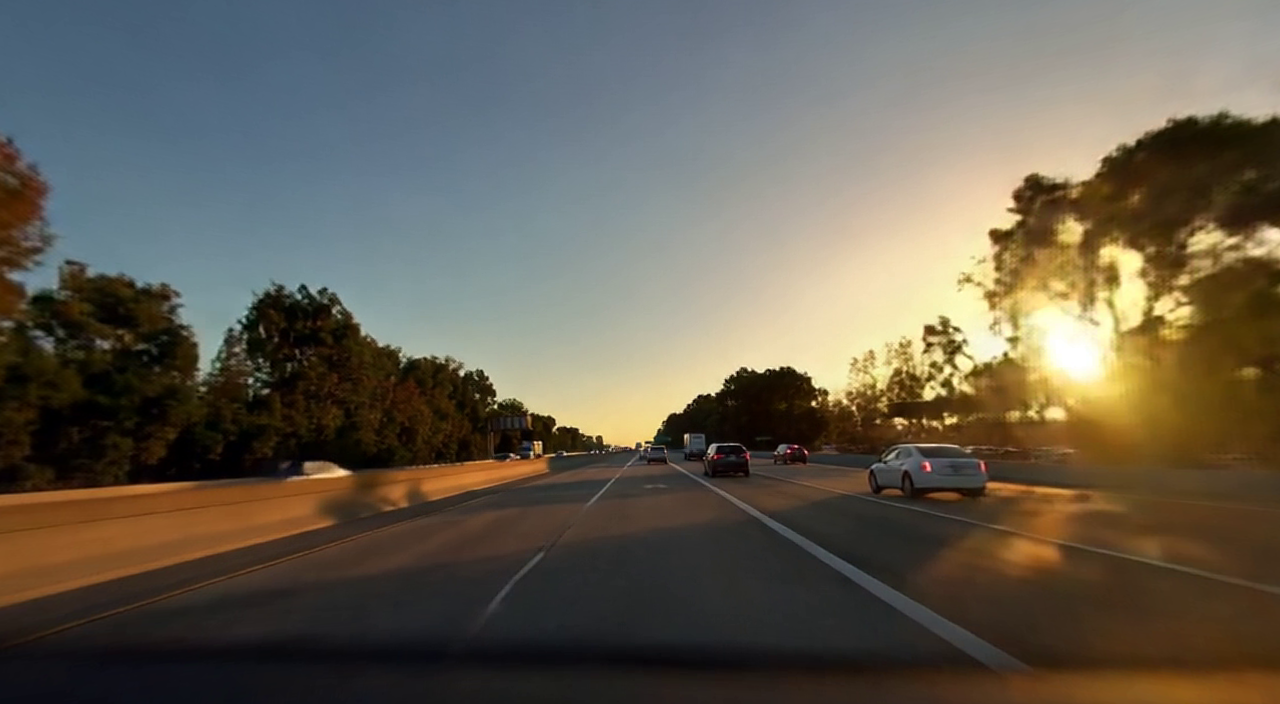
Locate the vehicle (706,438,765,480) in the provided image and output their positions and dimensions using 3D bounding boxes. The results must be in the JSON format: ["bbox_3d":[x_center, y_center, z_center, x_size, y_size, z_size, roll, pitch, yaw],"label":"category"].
[{"bbox_3d":[4.526,5.149,30.639,2.075,1.845,4.667,0,-8,-1],"label":"vehicle"}]

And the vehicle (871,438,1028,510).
[{"bbox_3d":[7.615,3.005,16.103,1.807,1.558,4.352,0,-8,0],"label":"vehicle"}]

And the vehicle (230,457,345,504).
[{"bbox_3d":[-13.903,5.058,25.256,1.890,1.559,4.509,-1,-8,2],"label":"vehicle"}]

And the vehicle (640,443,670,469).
[{"bbox_3d":[1.043,7.731,47.233,2.145,1.832,4.004,0,-8,0],"label":"vehicle"}]

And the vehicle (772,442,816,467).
[{"bbox_3d":[11.519,7.663,47.465,2.028,1.801,4.503,0,-8,-1],"label":"vehicle"}]
